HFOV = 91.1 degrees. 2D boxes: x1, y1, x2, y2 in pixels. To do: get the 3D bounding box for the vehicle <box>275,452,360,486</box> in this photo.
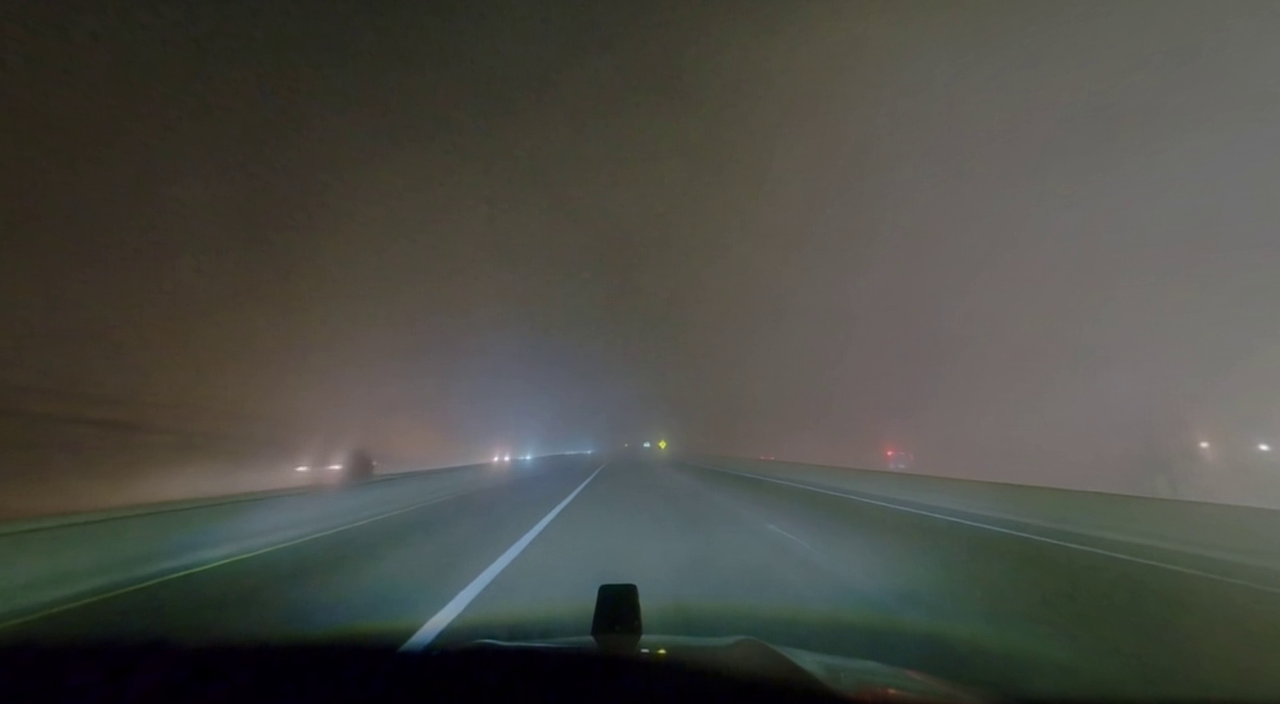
[{"bbox_3d":[-16.925,6.139,33.267,2.083,1.657,4.606,0,-9,-1],"label":"vehicle"}]
